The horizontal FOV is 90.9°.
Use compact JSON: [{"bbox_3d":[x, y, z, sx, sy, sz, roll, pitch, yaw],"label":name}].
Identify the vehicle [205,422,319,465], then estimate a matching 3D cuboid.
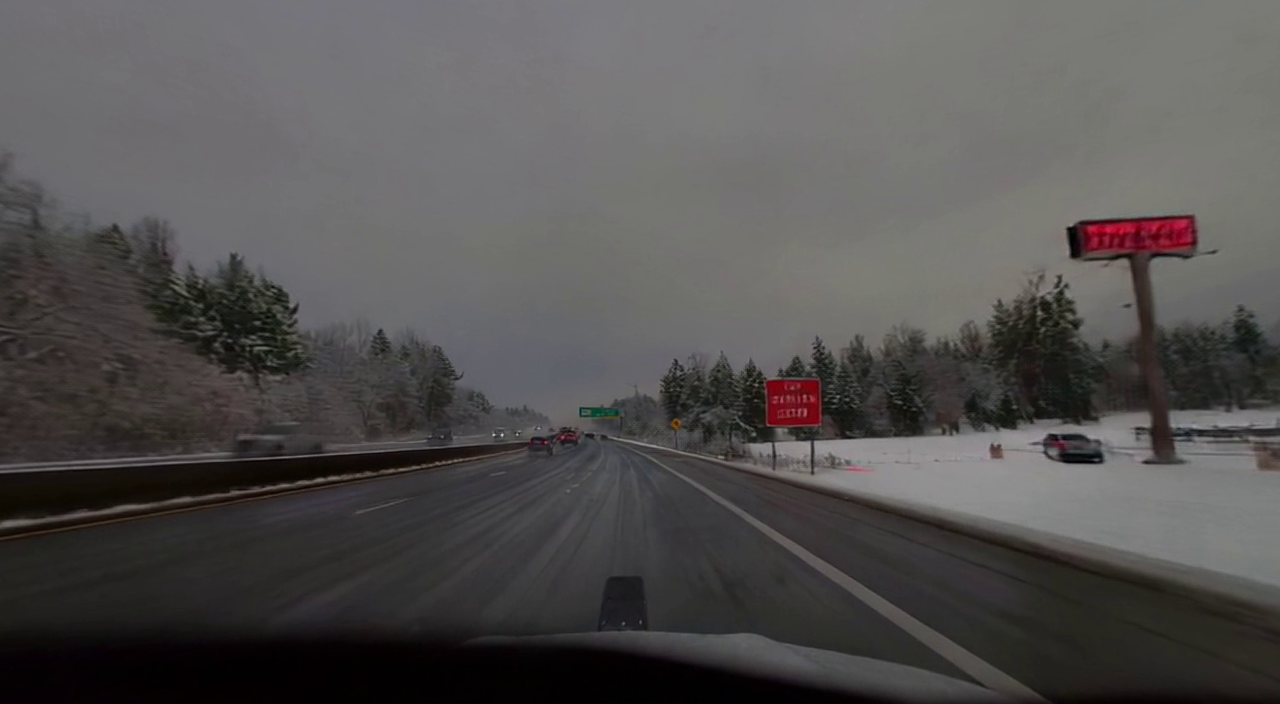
[{"bbox_3d":[-17.560,4.318,29.654,2.333,1.833,4.988,0,-8,-1],"label":"vehicle"}]
